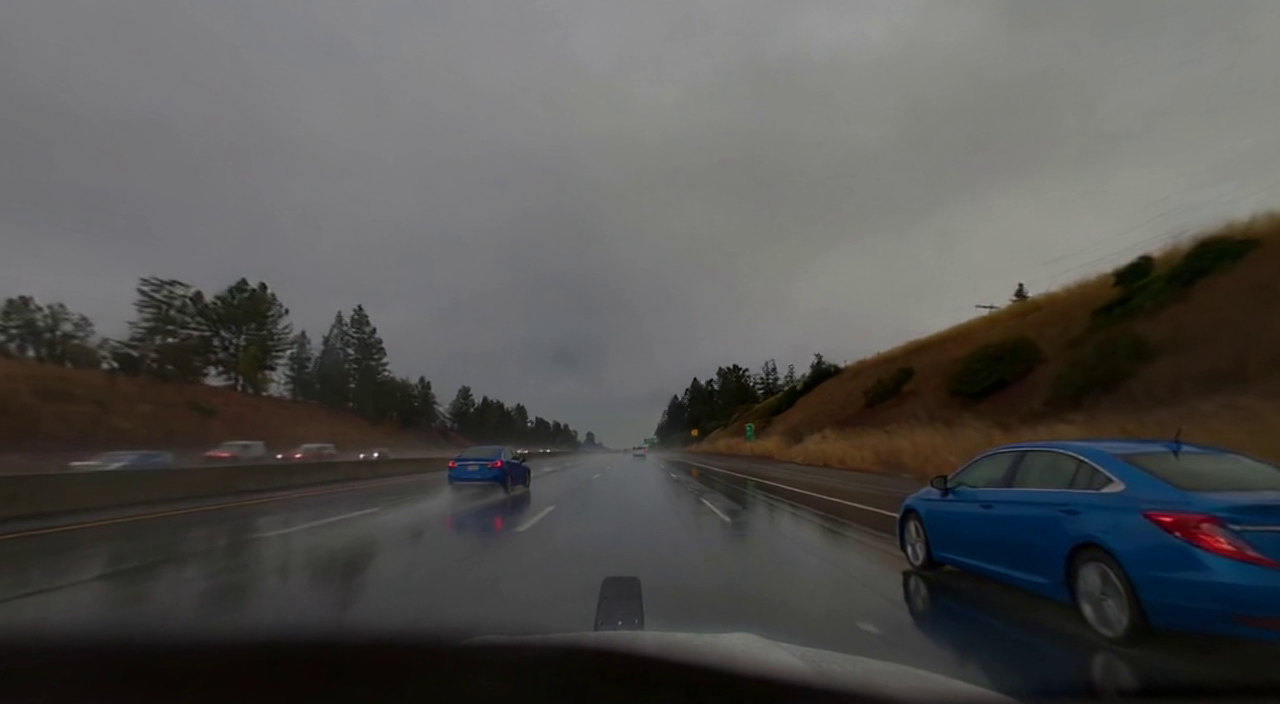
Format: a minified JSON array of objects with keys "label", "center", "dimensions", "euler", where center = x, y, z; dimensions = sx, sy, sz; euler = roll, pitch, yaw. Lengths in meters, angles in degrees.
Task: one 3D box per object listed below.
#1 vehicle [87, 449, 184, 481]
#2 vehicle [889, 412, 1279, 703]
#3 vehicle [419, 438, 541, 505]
[{"label":"vehicle","center":[-28.999,6.480,36.382],"dimensions":[1.862,1.668,4.381],"euler":[0,-9,1]},{"label":"vehicle","center":[3.865,1.285,4.599],"dimensions":[2.049,1.481,4.774],"euler":[0,-8,-1]},{"label":"vehicle","center":[-4.000,3.058,16.618],"dimensions":[1.987,1.516,4.478],"euler":[0,-8,1]}]
